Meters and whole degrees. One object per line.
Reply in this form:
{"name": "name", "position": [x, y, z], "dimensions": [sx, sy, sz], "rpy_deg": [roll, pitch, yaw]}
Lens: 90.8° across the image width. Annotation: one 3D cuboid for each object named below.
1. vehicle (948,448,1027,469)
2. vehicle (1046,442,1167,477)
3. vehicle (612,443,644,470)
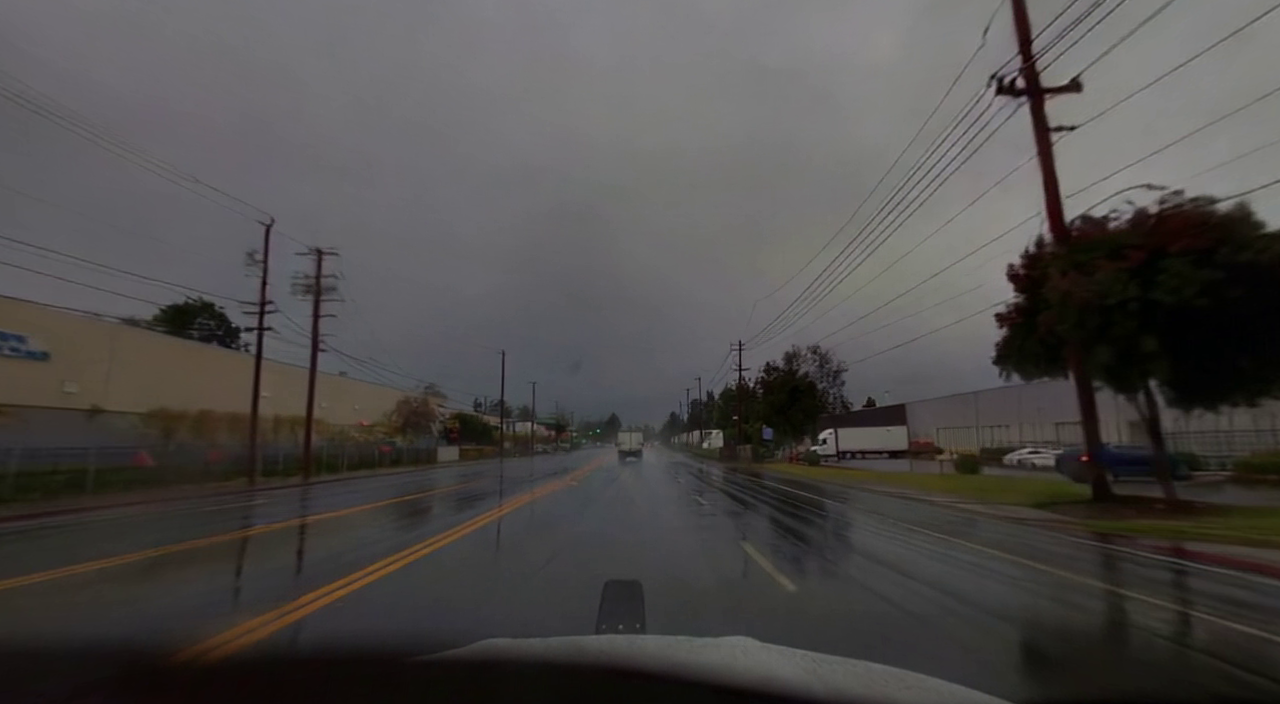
{"name": "vehicle", "position": [25.771, 7.888, 46.977], "dimensions": [4.625, 1.484, 1.997], "rpy_deg": [0, -8, 0]}
{"name": "vehicle", "position": [24.846, 5.716, 33.765], "dimensions": [4.805, 1.781, 1.974], "rpy_deg": [0, -8, 0]}
{"name": "vehicle", "position": [-0.760, 6.598, 40.172], "dimensions": [1.937, 1.588, 3.746], "rpy_deg": [0, -8, 0]}
